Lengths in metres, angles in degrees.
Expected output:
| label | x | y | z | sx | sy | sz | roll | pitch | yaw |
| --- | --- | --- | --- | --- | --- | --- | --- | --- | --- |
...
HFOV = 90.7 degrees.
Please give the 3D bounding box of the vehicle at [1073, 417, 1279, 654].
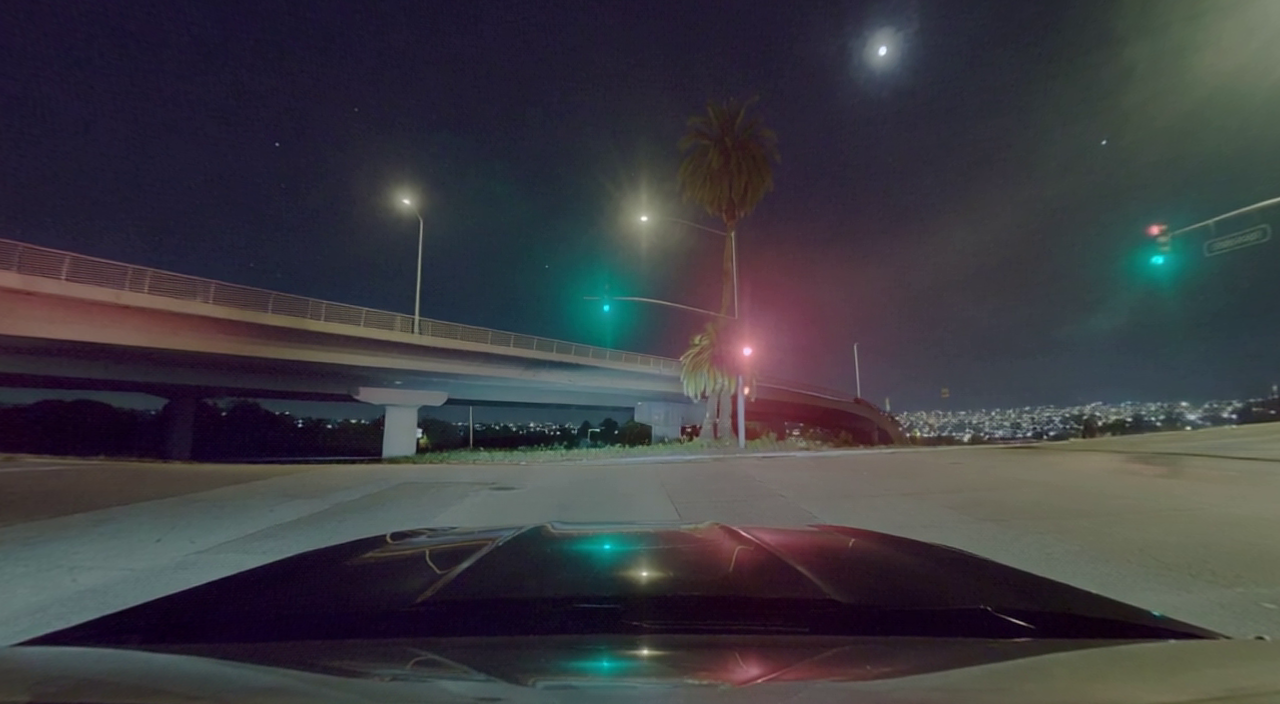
| label | x | y | z | sx | sy | sz | roll | pitch | yaw |
| --- | --- | --- | --- | --- | --- | --- | --- | --- | --- |
| vehicle | 5.460 | 1.333 | 5.149 | 1.959 | 1.485 | 4.628 | -3 | -9 | 19 |
